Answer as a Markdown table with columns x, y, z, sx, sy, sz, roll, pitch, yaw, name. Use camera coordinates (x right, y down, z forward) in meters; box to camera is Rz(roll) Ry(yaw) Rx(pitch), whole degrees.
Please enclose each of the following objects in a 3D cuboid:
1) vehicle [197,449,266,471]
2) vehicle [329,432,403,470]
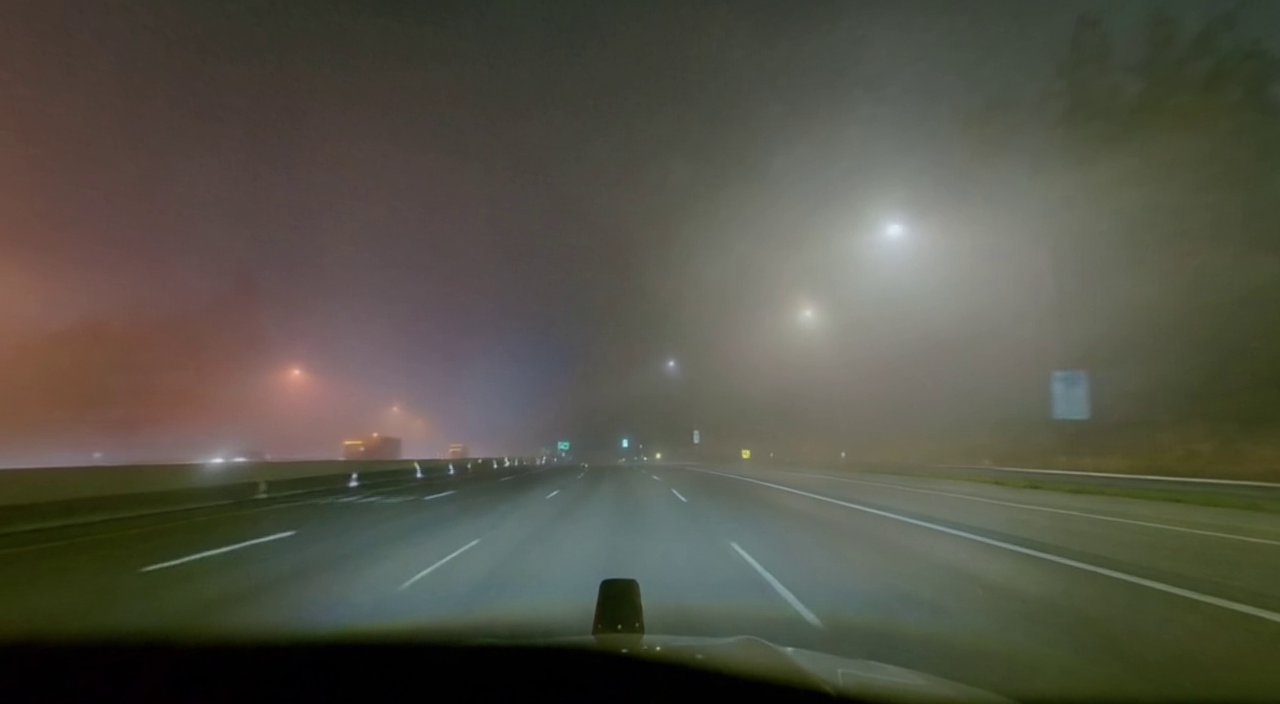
| x | y | z | sx | sy | sz | roll | pitch | yaw | name |
| --- | --- | --- | --- | --- | --- | --- | --- | --- | --- |
| -31.194 | 8.239 | 48.316 | 2.075 | 1.589 | 5.035 | 0 | -9 | -2 | vehicle |
| -18.779 | 6.934 | 43.567 | 2.450 | 2.180 | 6.404 | 7 | -11 | -3 | vehicle |
